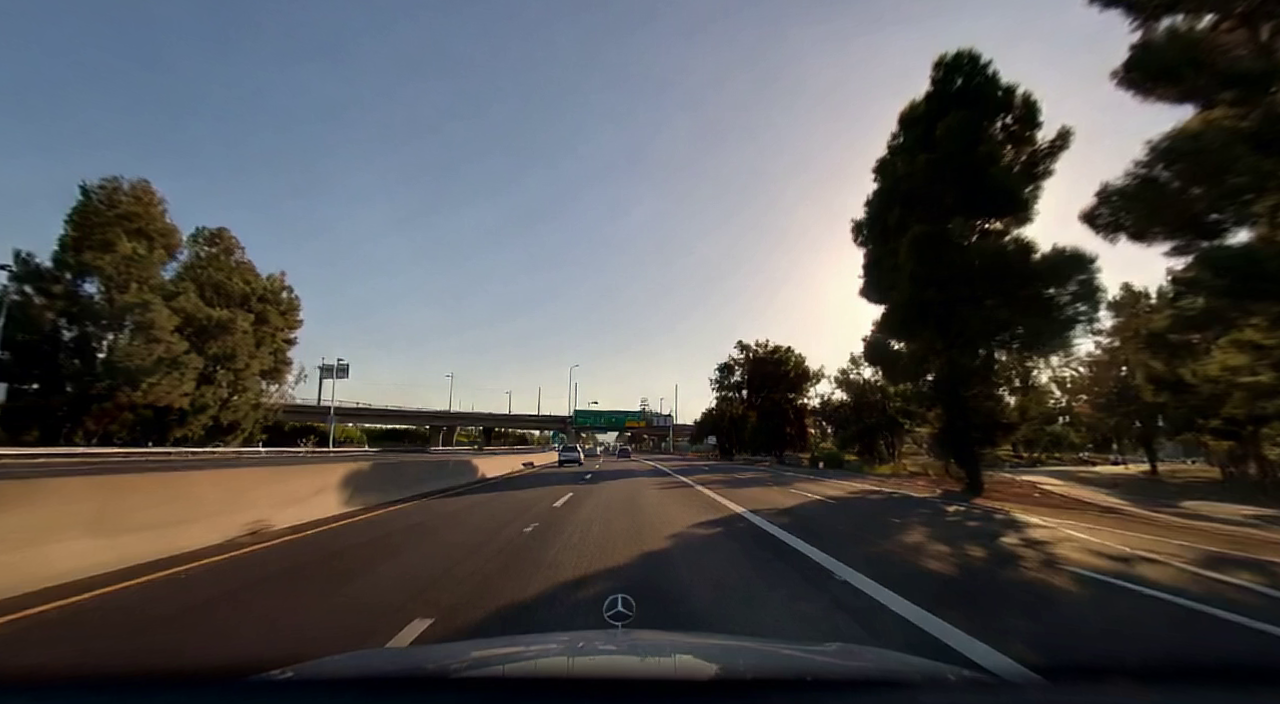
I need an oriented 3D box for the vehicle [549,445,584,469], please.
[{"bbox_3d":[-5.011,7.206,43.094,2.008,1.521,4.129,0,-9,-2],"label":"vehicle"}]
